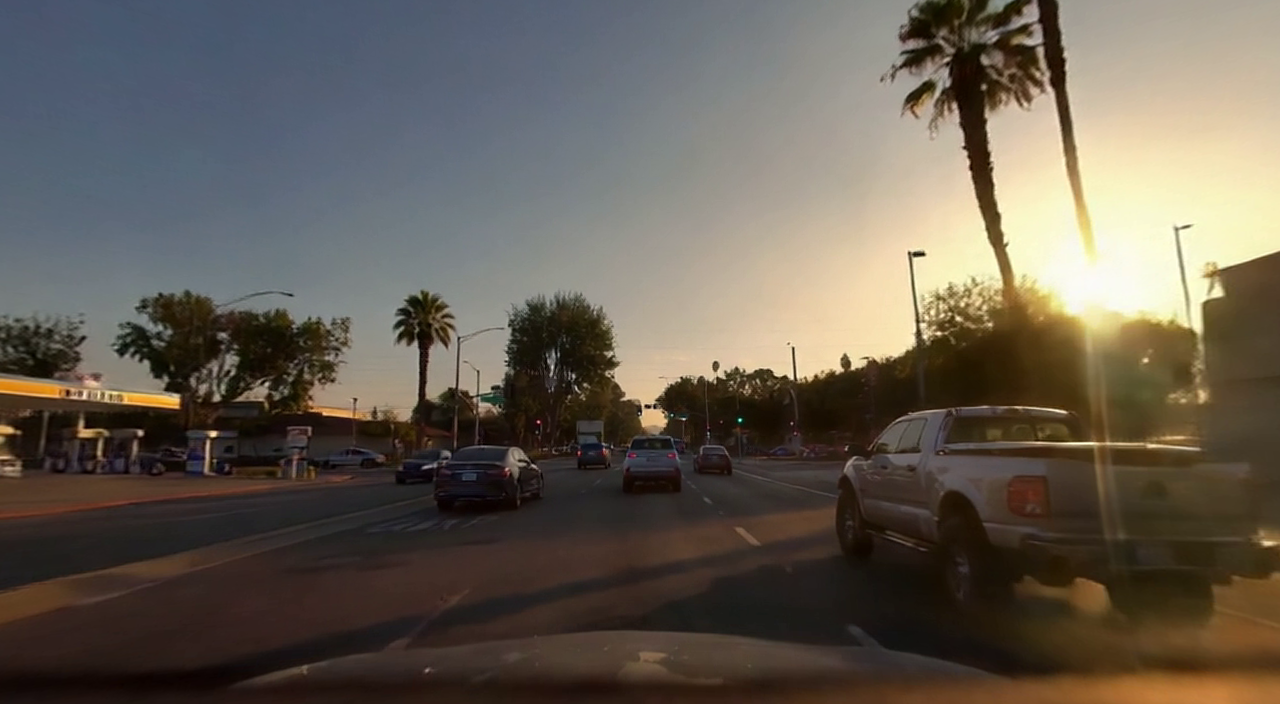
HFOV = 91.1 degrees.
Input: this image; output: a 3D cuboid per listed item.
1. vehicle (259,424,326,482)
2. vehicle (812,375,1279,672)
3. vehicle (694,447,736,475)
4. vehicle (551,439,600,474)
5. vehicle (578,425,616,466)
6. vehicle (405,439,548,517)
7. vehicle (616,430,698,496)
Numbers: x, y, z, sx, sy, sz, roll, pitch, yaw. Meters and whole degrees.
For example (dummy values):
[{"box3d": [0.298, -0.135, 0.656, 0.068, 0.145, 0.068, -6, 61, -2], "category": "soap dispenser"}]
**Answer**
[{"box3d": [-18.438, 5.316, 33.238, 2.109, 2.870, 3.441, 8, -11, -43], "category": "vehicle"}, {"box3d": [3.672, 1.453, 6.706, 2.120, 1.828, 5.531, 0, -8, 0], "category": "vehicle"}, {"box3d": [4.117, 6.051, 35.082, 1.901, 1.401, 3.965, 0, -8, 1], "category": "vehicle"}, {"box3d": [-3.452, 5.713, 34.637, 2.071, 1.811, 4.605, 0, -8, 2], "category": "vehicle"}, {"box3d": [-3.114, 6.978, 46.767, 2.393, 2.865, 5.466, 0, -8, 0], "category": "vehicle"}, {"box3d": [-3.554, 2.826, 14.712, 1.983, 1.502, 4.720, 0, -8, 2], "category": "vehicle"}, {"box3d": [0.478, 3.530, 20.403, 2.295, 1.835, 5.471, 0, -8, 0], "category": "vehicle"}]
